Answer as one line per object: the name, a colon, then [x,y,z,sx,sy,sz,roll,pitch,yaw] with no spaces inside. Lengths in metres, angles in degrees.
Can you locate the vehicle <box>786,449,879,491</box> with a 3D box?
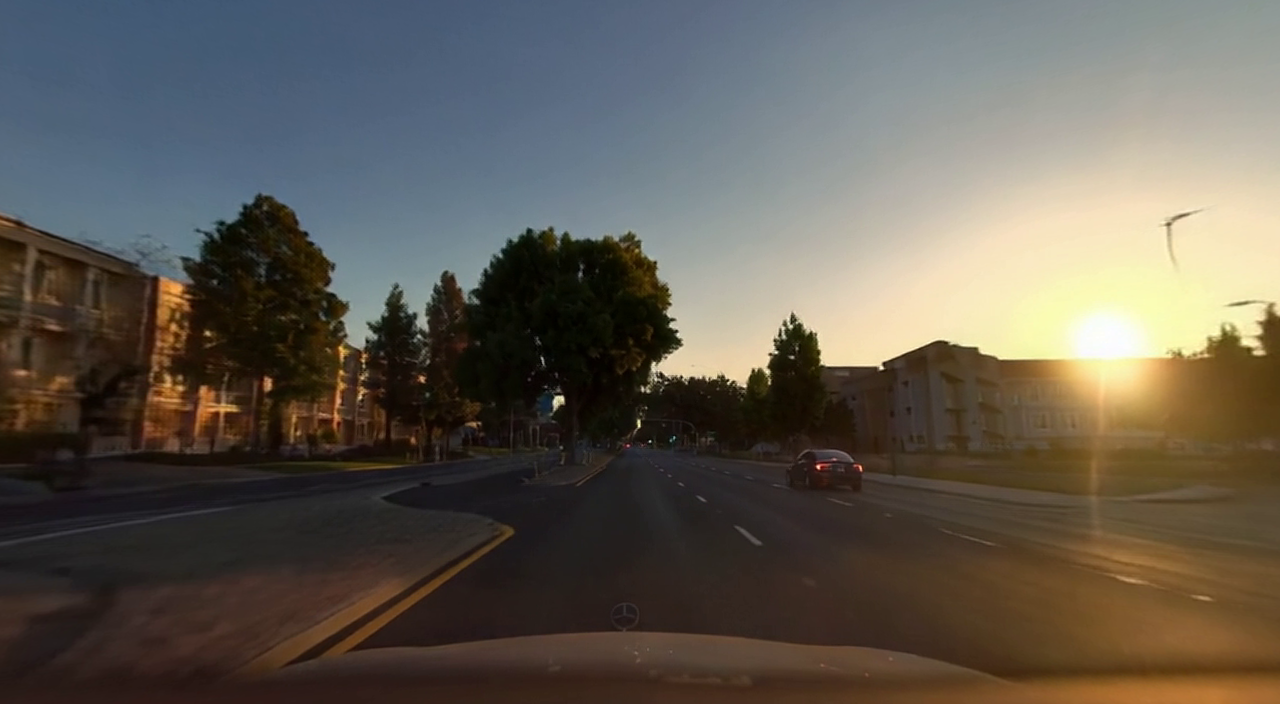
vehicle: [7.272,4.470,24.270,2.054,1.421,4.487,0,-9,-2]
